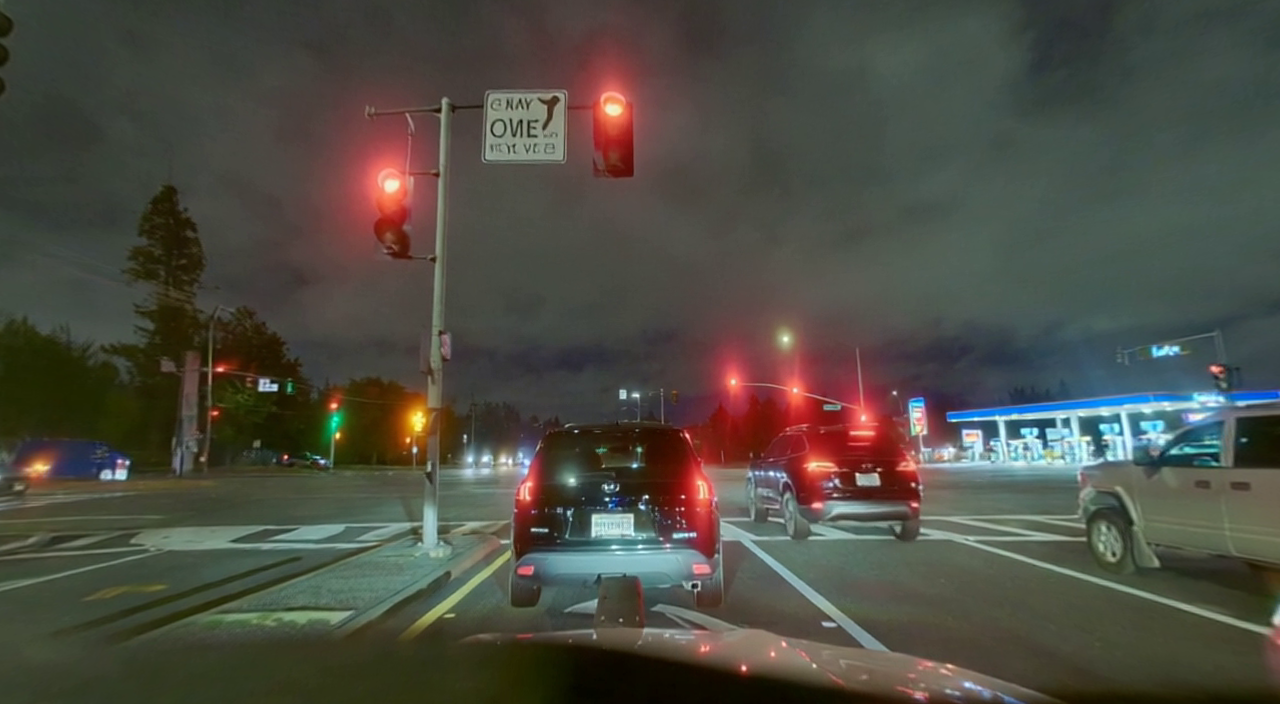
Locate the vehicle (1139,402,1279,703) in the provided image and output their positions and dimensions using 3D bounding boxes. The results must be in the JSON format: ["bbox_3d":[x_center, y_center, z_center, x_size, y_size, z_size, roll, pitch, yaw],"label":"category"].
[{"bbox_3d":[3.048,0.627,0.256,1.965,1.460,4.581,0,-9,1],"label":"vehicle"}]

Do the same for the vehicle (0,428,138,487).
[{"bbox_3d":[-28.960,5.147,30.955,6.772,2.769,2.305,-1,-9,3],"label":"vehicle"}]

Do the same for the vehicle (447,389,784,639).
[{"bbox_3d":[-0.190,1.479,6.813,2.351,1.733,4.616,0,-9,0],"label":"vehicle"}]

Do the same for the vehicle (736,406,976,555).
[{"bbox_3d":[2.971,1.890,9.943,2.060,1.783,4.411,0,-9,-2],"label":"vehicle"}]
